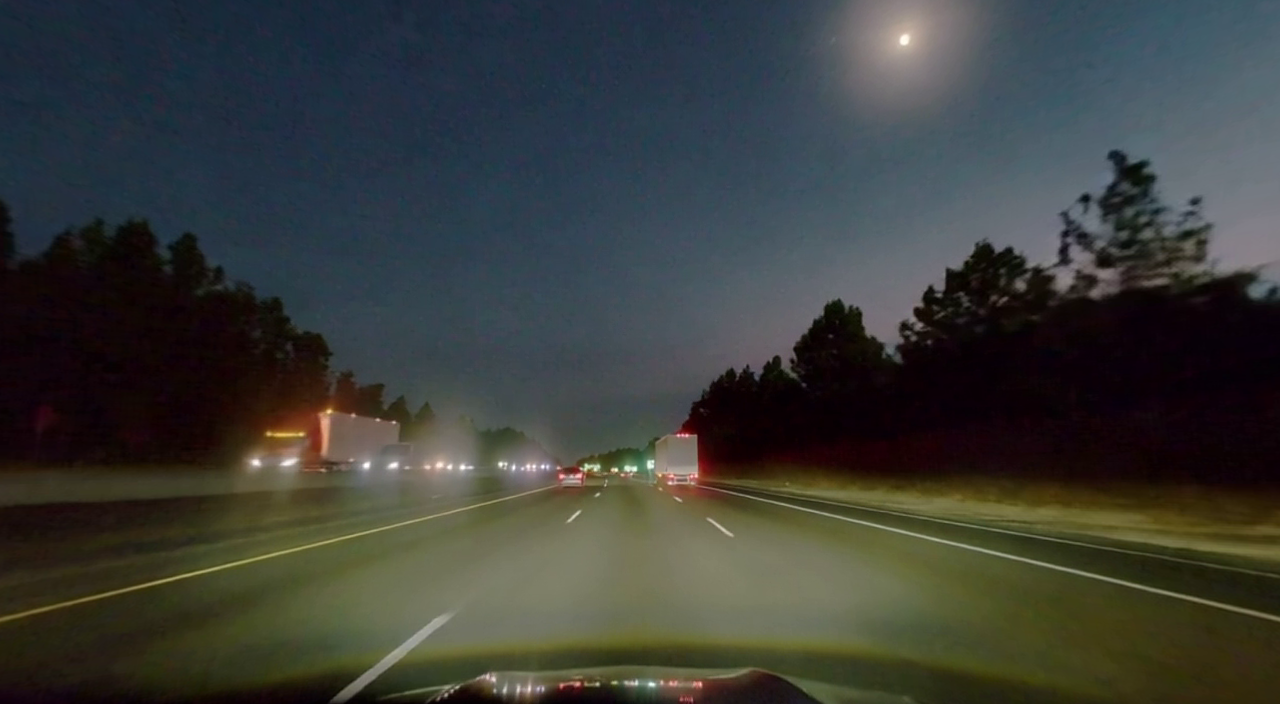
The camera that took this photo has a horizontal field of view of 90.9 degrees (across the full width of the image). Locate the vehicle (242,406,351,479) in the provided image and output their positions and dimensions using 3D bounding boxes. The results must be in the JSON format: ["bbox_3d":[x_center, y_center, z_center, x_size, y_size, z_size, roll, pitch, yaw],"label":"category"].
[{"bbox_3d":[-19.966,5.426,37.081,2.956,3.885,5.850,1,-11,-1],"label":"vehicle"}]

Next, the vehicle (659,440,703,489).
[{"bbox_3d":[3.069,8.839,49.488,2.738,3.456,7.520,1,-11,-2],"label":"vehicle"}]

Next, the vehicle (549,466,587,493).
[{"bbox_3d":[-4.209,7.510,37.244,1.868,1.485,3.770,1,-11,-1],"label":"vehicle"}]

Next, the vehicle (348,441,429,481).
[{"bbox_3d":[-12.345,5.433,31.324,2.058,1.786,4.890,1,-11,-1],"label":"vehicle"}]
